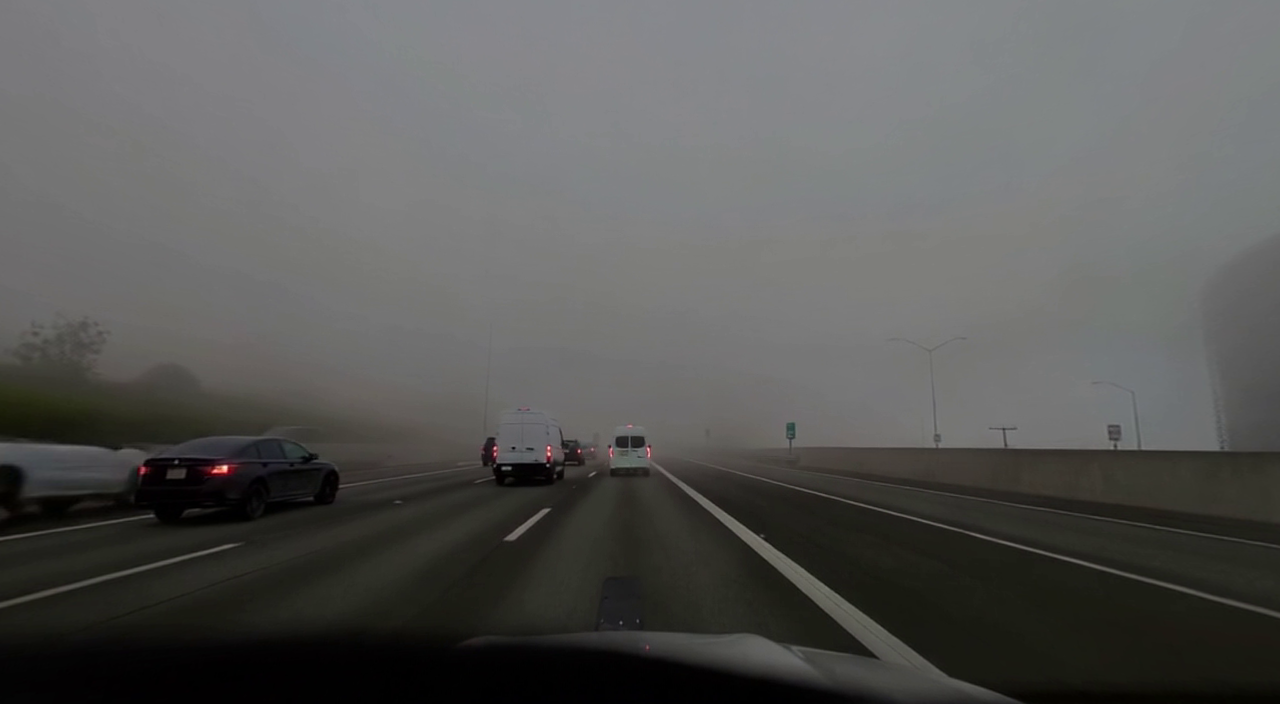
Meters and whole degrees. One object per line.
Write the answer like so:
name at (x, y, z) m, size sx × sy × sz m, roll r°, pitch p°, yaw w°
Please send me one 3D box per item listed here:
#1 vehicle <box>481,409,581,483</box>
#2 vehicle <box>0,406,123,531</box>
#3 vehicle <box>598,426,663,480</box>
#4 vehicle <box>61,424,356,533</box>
vehicle at (-3.643, 3.361, 22.531) m, size 2.504 × 2.276 × 5.933 m, roll 0°, pitch -9°, yaw 0°
vehicle at (-10.323, 1.626, 8.738) m, size 2.312 × 1.766 × 4.653 m, roll 0°, pitch -9°, yaw 0°
vehicle at (-0.327, 3.790, 23.738) m, size 2.207 × 1.807 × 4.199 m, roll 0°, pitch -9°, yaw 0°
vehicle at (-7.031, 2.108, 11.065) m, size 1.959 × 1.493 × 4.575 m, roll 0°, pitch -9°, yaw 0°
